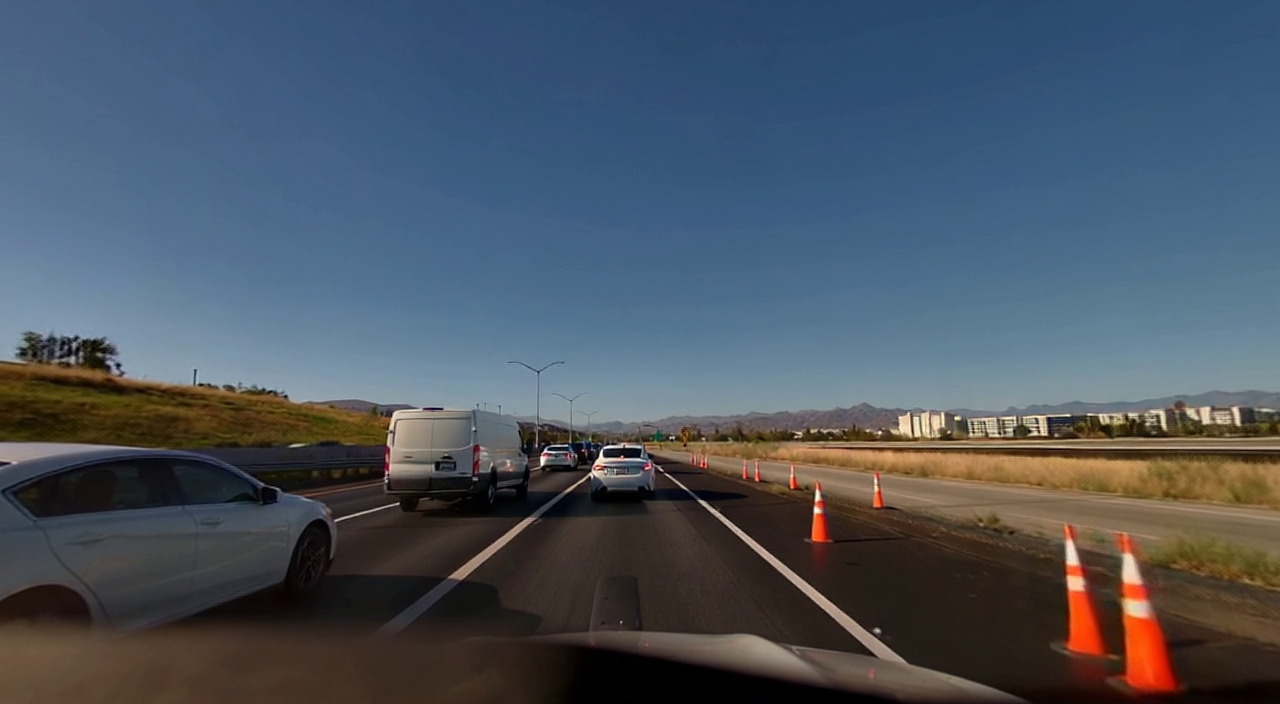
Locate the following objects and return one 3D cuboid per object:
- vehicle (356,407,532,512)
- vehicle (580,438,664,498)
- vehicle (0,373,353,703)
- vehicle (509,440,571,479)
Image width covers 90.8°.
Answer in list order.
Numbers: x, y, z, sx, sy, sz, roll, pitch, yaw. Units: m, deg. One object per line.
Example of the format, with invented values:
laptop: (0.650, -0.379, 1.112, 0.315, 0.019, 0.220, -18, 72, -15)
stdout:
vehicle: (-4.286, 2.505, 15.118, 2.324, 2.012, 5.740, 0, -9, 0)
vehicle: (-0.468, 3.163, 17.608, 2.069, 1.484, 3.918, 0, -9, -1)
vehicle: (-3.841, 1.061, 3.849, 2.041, 1.604, 4.384, 0, -9, 1)
vehicle: (-3.989, 4.326, 25.727, 1.824, 1.459, 4.007, 0, -9, 1)
